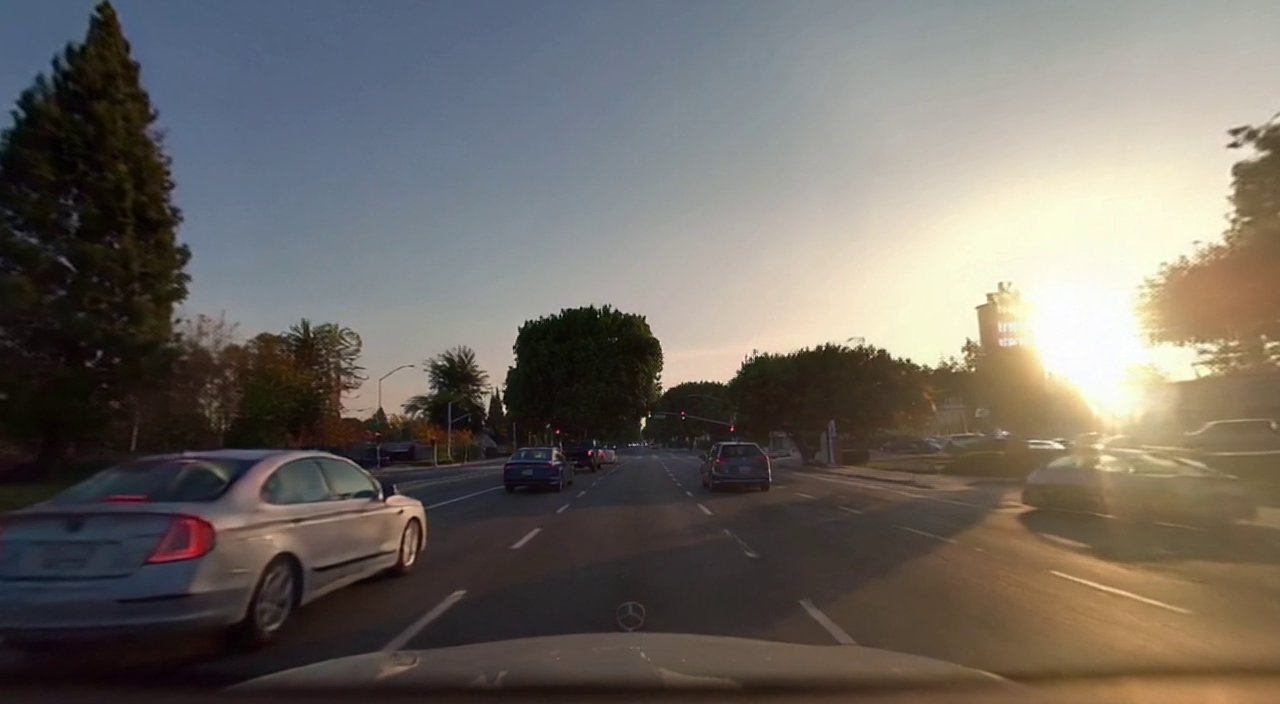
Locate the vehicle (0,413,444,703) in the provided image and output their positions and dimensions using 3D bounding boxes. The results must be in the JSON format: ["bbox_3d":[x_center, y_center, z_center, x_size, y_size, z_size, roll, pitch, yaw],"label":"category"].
[{"bbox_3d":[-3.183,1.308,4.737,1.952,1.457,4.372,0,-8,1],"label":"vehicle"}]

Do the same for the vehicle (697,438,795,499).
[{"bbox_3d":[2.855,3.240,18.001,2.004,1.512,4.206,0,-8,-1],"label":"vehicle"}]

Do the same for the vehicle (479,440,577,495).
[{"bbox_3d":[-3.305,3.528,19.648,2.087,1.494,4.626,-1,-8,2],"label":"vehicle"}]

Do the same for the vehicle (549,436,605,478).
[{"bbox_3d":[-2.971,5.076,30.703,2.187,1.825,4.621,0,-8,1],"label":"vehicle"}]

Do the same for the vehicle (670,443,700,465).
[{"bbox_3d":[3.439,7.990,49.337,2.030,1.628,4.080,0,-8,0],"label":"vehicle"}]

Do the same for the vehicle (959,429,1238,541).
[{"bbox_3d":[7.736,2.251,11.452,2.070,1.547,4.941,-2,-9,10],"label":"vehicle"}]
